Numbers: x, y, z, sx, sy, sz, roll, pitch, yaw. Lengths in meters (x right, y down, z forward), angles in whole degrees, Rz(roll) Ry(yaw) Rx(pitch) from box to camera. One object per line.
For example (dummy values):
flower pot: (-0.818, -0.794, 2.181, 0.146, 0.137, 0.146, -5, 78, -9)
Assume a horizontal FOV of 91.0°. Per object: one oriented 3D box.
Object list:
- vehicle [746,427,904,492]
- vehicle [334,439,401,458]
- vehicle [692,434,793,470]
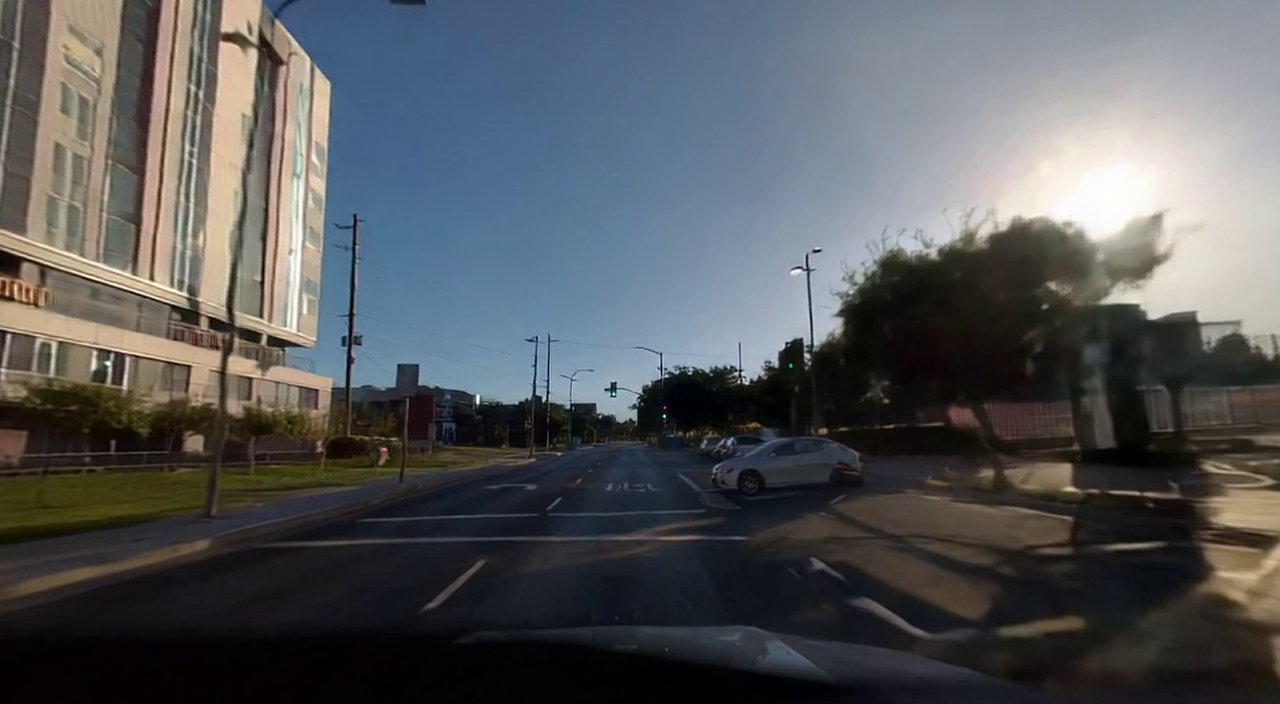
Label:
vehicle: (4.897, 2.763, 16.614, 3.844, 1.524, 1.847, 4, -9, -31)
vehicle: (-19.629, 6.954, 45.549, 2.660, 1.211, 4.739, -1, -8, 2)
vehicle: (4.596, 4.460, 28.340, 4.033, 1.514, 1.974, 3, -9, -24)
